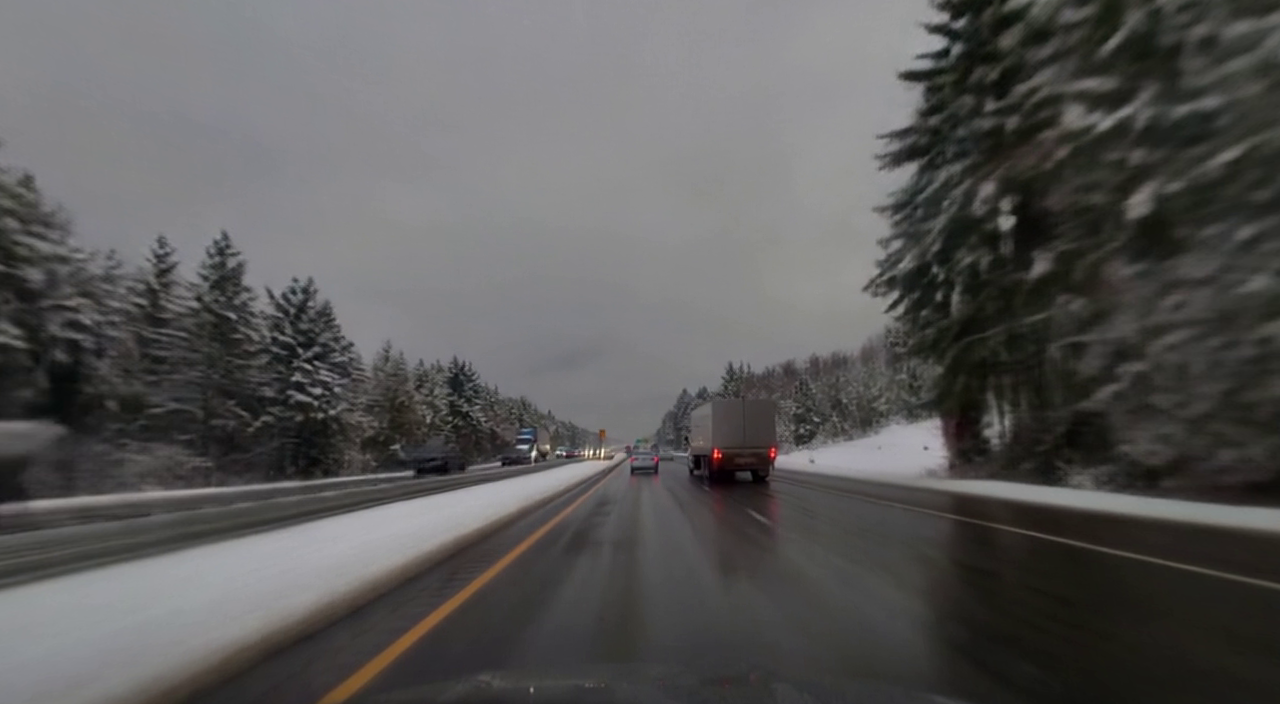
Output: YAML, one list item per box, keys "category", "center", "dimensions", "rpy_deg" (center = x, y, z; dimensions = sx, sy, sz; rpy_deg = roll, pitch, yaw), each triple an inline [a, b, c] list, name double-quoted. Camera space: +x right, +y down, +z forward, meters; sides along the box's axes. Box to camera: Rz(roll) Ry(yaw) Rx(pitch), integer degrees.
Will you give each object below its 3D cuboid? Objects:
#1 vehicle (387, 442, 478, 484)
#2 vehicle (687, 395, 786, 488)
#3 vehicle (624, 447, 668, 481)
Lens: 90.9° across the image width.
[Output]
- category: "vehicle"
  center: [-8.017, 4.340, 24.857]
  dimensions: [2.039, 1.492, 4.464]
  rpy_deg: [0, -9, 0]
- category: "vehicle"
  center: [4.331, 4.532, 31.407]
  dimensions: [2.885, 3.679, 12.102]
  rpy_deg: [0, -9, 0]
- category: "vehicle"
  center: [0.277, 5.328, 30.215]
  dimensions: [1.939, 1.495, 3.612]
  rpy_deg: [0, -9, 0]
